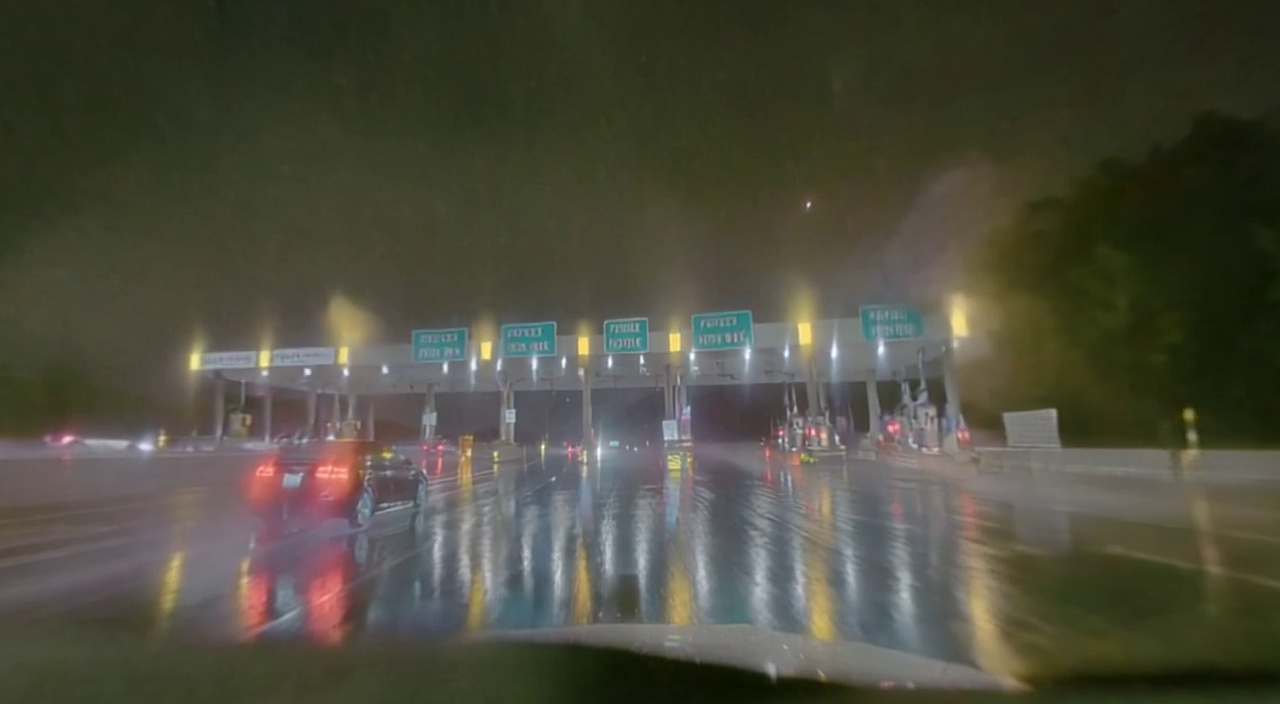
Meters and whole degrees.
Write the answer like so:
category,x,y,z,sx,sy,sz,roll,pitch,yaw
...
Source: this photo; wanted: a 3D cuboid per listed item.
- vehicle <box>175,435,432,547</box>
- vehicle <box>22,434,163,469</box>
category,x,y,z,sx,sy,sz,roll,pitch,yaw
vehicle,-5.192,2.176,10.603,1.981,1.465,4.334,0,-8,-1
vehicle,-29.979,5.446,34.743,5.430,1.835,2.267,1,-9,-4
